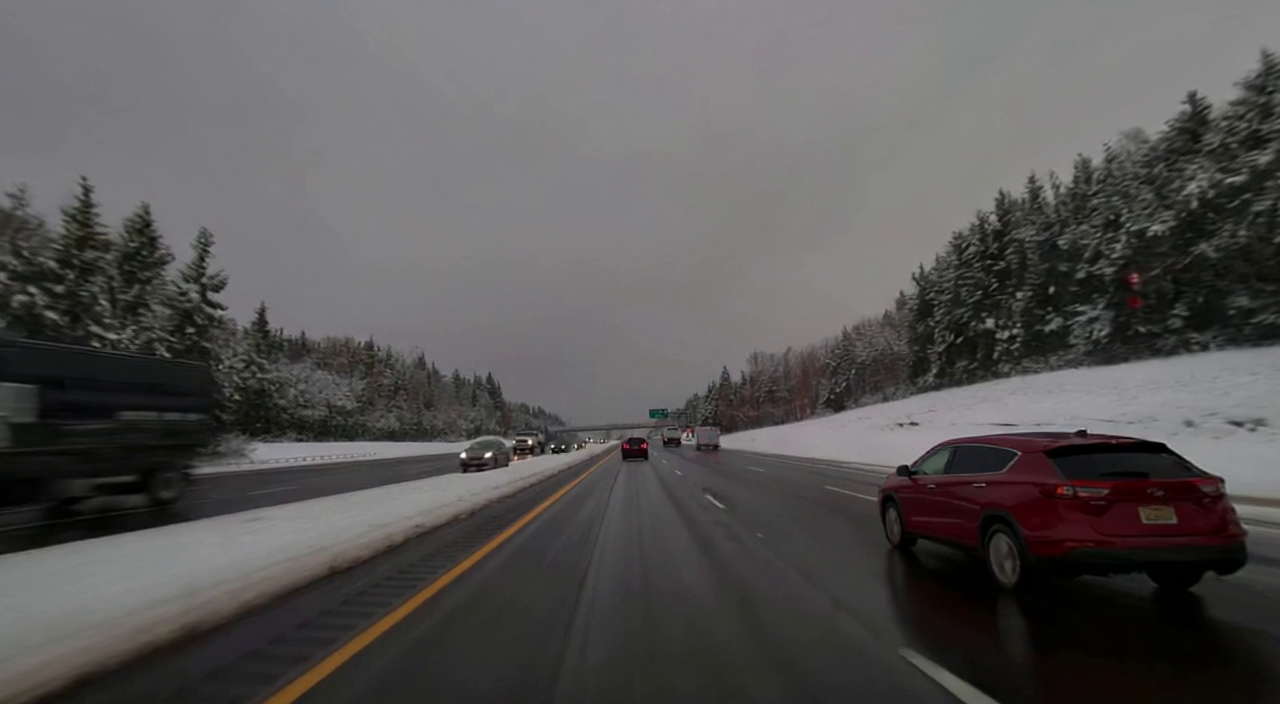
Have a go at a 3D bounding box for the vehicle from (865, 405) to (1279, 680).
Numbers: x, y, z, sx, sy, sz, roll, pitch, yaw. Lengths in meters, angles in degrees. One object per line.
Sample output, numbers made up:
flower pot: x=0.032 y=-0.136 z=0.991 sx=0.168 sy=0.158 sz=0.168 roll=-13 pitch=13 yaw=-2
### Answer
vehicle: x=3.995 y=1.370 z=5.904 sx=1.961 sy=1.495 sz=4.743 roll=0 pitch=-8 yaw=-1

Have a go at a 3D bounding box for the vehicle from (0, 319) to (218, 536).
vehicle: x=-11.675 y=1.387 z=11.389 sx=2.726 sy=3.457 sz=7.709 roll=0 pitch=-8 yaw=0

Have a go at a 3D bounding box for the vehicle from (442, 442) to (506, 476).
vehicle: x=-7.750 y=5.016 z=29.903 sx=1.897 sy=1.451 sz=4.137 roll=0 pitch=-8 yaw=0

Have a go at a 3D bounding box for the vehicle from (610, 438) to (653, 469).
vehicle: x=-0.458 y=5.211 z=32.780 sx=2.055 sy=1.466 sz=4.317 roll=0 pitch=-8 yaw=-1

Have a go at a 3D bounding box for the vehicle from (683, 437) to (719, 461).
vehicle: x=4.224 y=6.713 z=43.928 sx=1.995 sy=1.556 sz=3.893 roll=0 pitch=-8 yaw=-2
